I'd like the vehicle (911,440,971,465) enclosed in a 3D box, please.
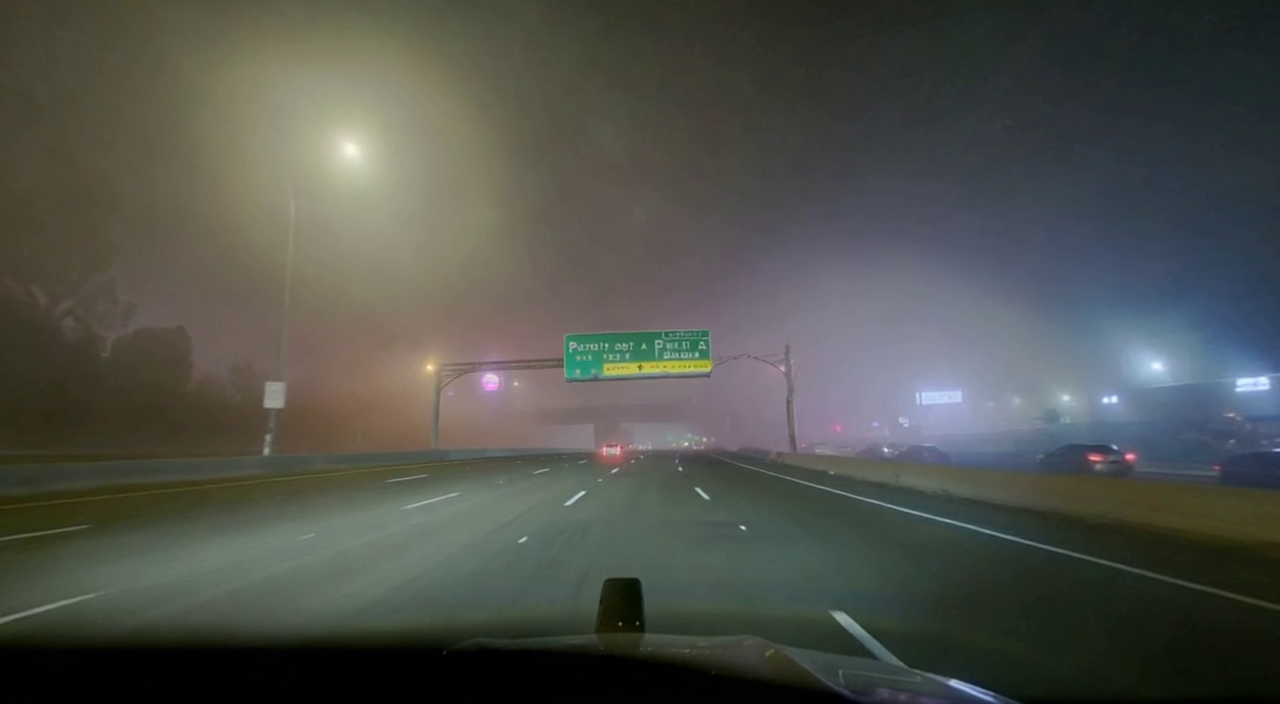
[{"bbox_3d":[18.700,6.258,39.448,1.796,1.470,4.352,-1,-8,3],"label":"vehicle"}]

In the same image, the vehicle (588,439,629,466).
[{"bbox_3d":[-1.829,5.986,37.751,1.982,1.516,4.327,-1,-8,3],"label":"vehicle"}]

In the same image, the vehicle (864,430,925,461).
[{"bbox_3d":[19.167,7.105,47.918,2.367,2.187,5.862,0,-8,2],"label":"vehicle"}]

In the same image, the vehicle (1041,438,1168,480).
[{"bbox_3d":[18.094,4.174,24.916,1.799,1.498,4.308,0,-8,2],"label":"vehicle"}]
